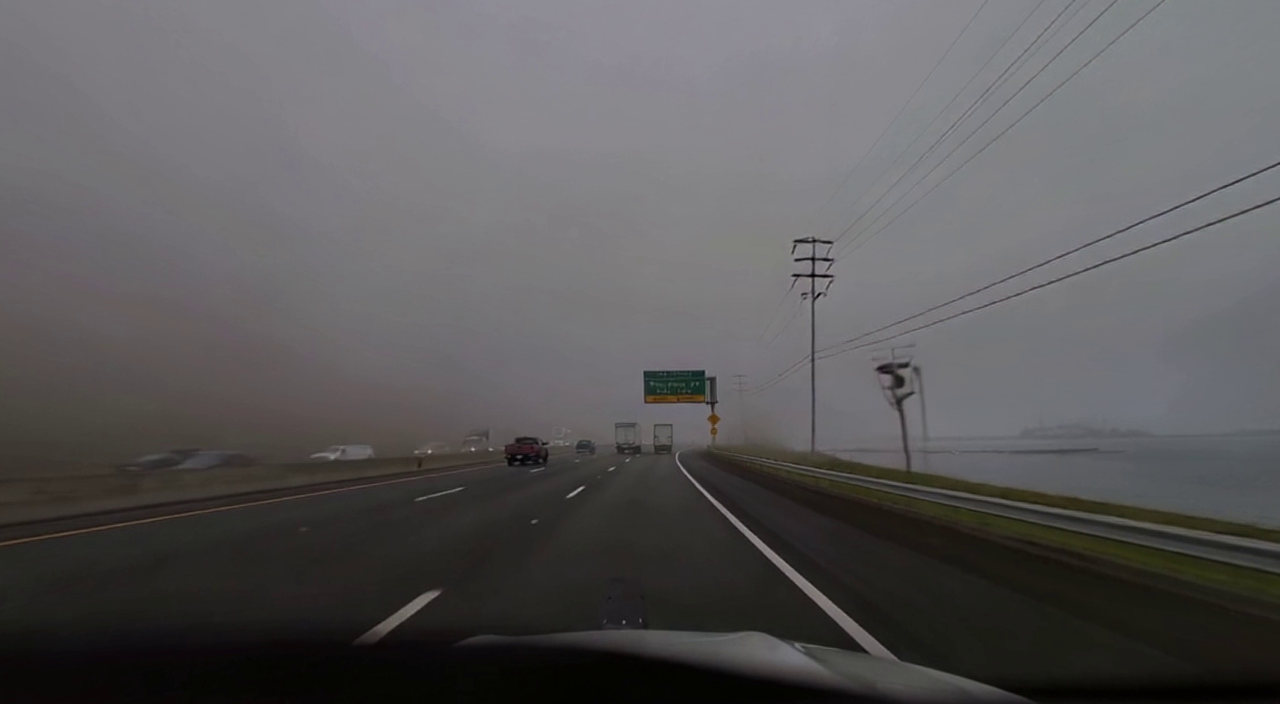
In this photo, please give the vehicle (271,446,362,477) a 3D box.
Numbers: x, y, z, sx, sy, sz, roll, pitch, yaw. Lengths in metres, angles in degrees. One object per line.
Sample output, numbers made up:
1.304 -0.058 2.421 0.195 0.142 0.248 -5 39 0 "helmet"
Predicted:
-16.549 5.603 32.542 2.164 1.462 4.489 -1 -8 2 "vehicle"
